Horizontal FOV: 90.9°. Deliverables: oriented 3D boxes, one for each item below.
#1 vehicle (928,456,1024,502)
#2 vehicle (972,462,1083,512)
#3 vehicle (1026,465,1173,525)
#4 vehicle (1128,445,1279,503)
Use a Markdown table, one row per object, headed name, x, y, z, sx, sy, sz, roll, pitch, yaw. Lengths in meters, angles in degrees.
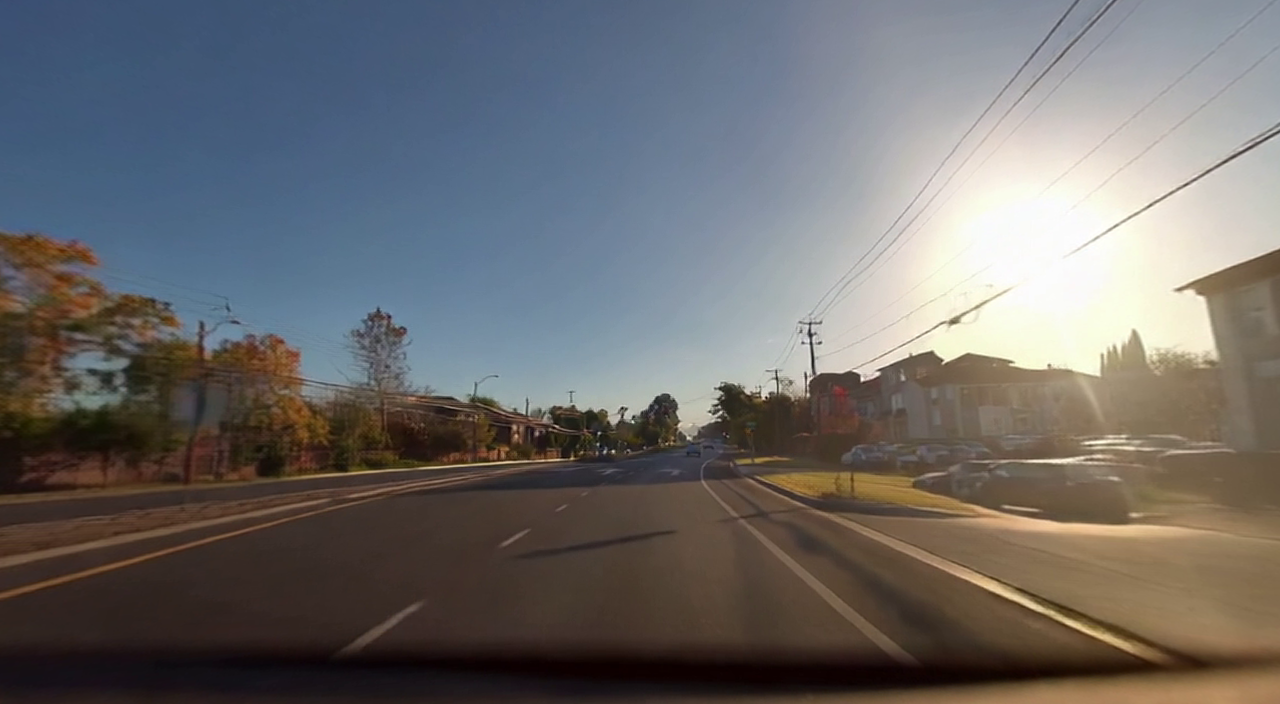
| name | x | y | z | sx | sy | sz | roll | pitch | yaw |
| --- | --- | --- | --- | --- | --- | --- | --- | --- | --- |
| vehicle | 14.125 | 5.228 | 26.391 | 4.456 | 1.693 | 2.017 | 8 | -12 | -42 |
| vehicle | 13.975 | 4.775 | 22.651 | 4.514 | 1.495 | 1.748 | 6 | -11 | -36 |
| vehicle | 14.006 | 4.247 | 19.151 | 4.475 | 1.492 | 1.925 | 5 | -10 | -31 |
| vehicle | 21.483 | 4.420 | 23.448 | 2.119 | 1.874 | 4.855 | 2 | -9 | -13 |
